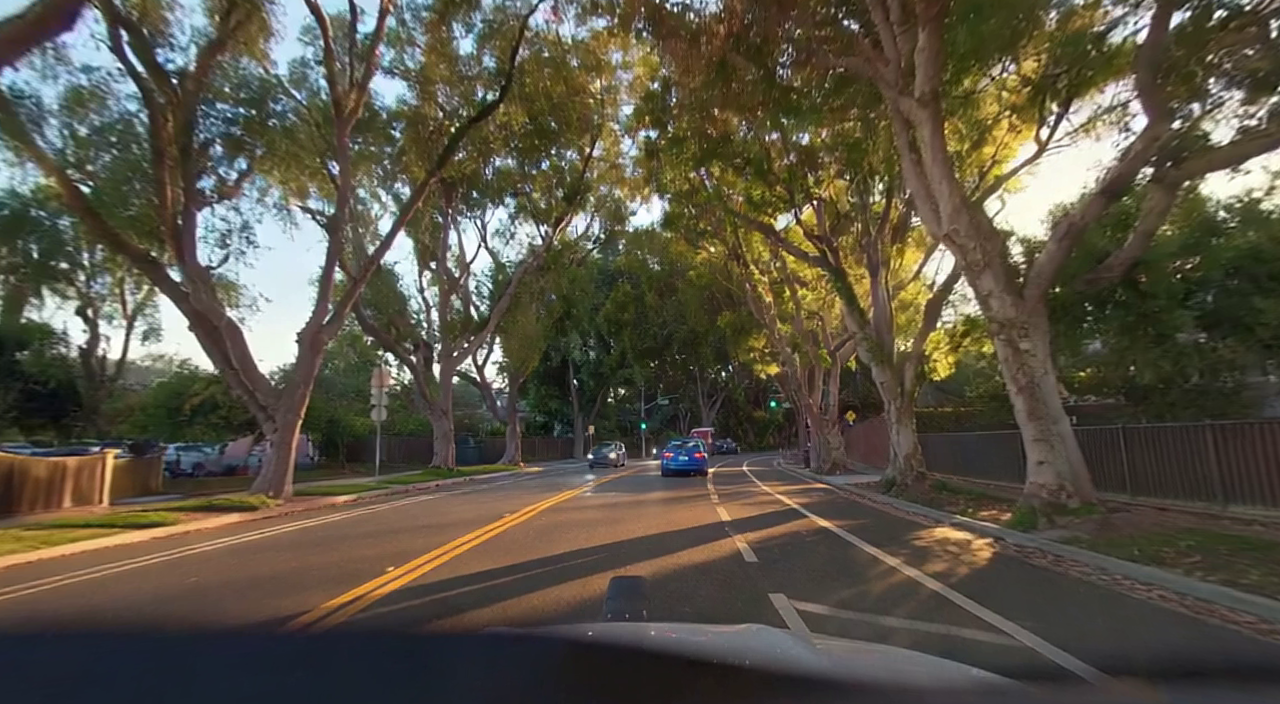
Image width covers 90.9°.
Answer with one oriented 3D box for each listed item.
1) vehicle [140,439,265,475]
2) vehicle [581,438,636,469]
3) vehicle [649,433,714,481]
[{"bbox_3d":[-19.433,4.644,28.250,1.937,1.450,4.422,-1,-8,10],"label":"vehicle"},{"bbox_3d":[-1.556,5.293,33.129,1.961,1.498,4.401,-1,-8,10],"label":"vehicle"},{"bbox_3d":[1.476,3.645,22.141,2.070,1.516,3.936,-1,-8,4],"label":"vehicle"}]
